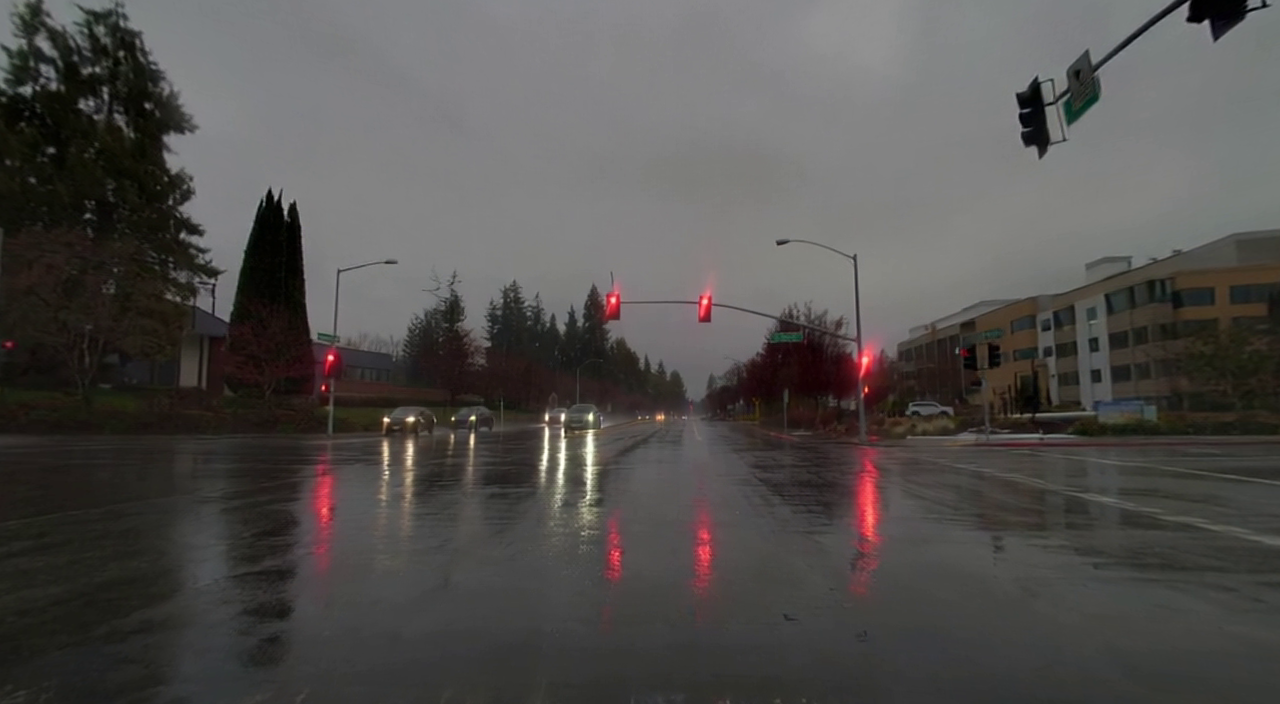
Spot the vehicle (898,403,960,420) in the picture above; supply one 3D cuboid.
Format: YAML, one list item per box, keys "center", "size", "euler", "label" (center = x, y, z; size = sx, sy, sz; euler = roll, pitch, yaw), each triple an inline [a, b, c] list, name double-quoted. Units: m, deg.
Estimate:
- center: [22.296, 4.636, 48.867]
  size: [3.933, 1.219, 1.700]
  euler: [0, -9, 4]
  label: "vehicle"

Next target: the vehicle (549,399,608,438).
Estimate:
- center: [-3.220, 3.708, 34.484]
  size: [2.306, 1.907, 5.382]
  euler: [-1, -9, 4]
  label: "vehicle"

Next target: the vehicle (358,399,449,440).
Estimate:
- center: [-12.309, 3.643, 33.328]
  size: [2.340, 1.902, 4.920]
  euler: [-1, -9, 8]
  label: "vehicle"

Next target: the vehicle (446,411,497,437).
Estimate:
- center: [-11.029, 4.792, 41.751]
  size: [1.899, 1.510, 4.294]
  euler: [-1, -9, 4]
  label: "vehicle"
